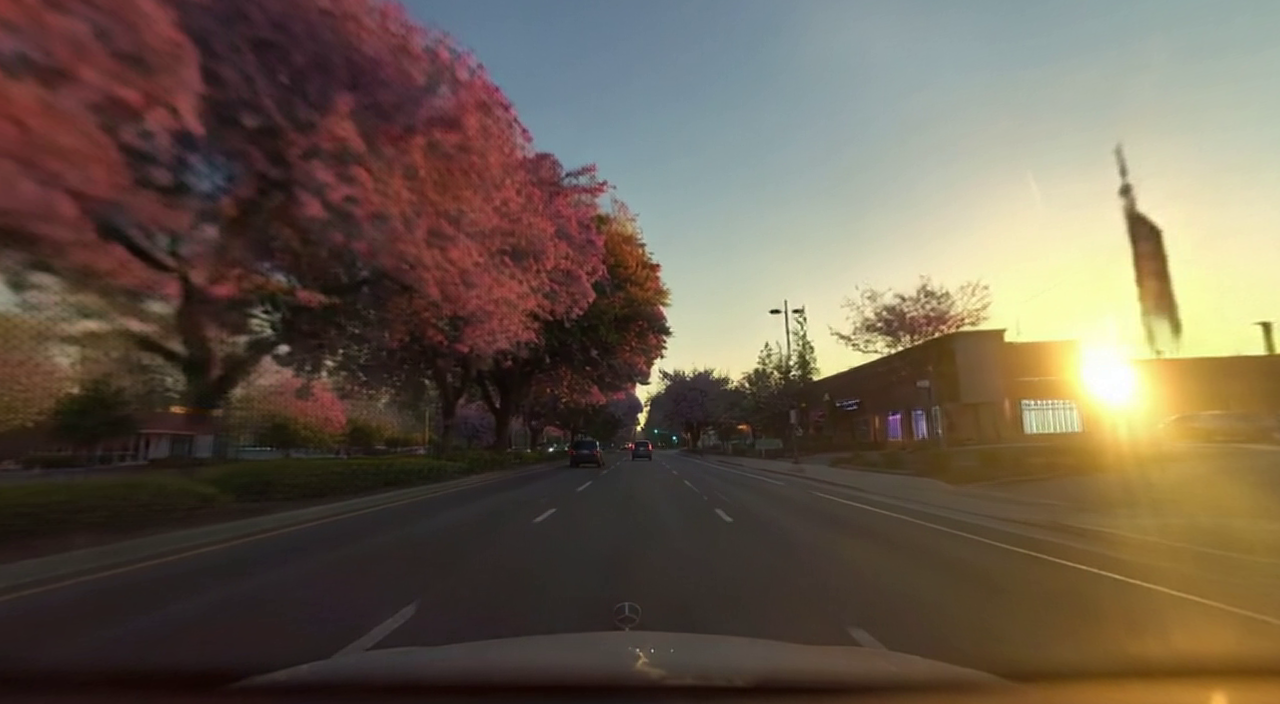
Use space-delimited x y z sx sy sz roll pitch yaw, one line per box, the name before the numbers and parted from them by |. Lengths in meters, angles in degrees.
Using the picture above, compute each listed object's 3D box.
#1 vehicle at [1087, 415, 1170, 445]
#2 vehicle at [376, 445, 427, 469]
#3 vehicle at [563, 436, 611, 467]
vehicle | 27.415 4.427 35.194 4.677 1.583 1.955 5 -10 -30
vehicle | -18.212 7.997 48.142 2.111 1.702 4.543 0 -8 0
vehicle | -3.297 6.291 40.011 2.453 1.844 4.751 0 -8 2
